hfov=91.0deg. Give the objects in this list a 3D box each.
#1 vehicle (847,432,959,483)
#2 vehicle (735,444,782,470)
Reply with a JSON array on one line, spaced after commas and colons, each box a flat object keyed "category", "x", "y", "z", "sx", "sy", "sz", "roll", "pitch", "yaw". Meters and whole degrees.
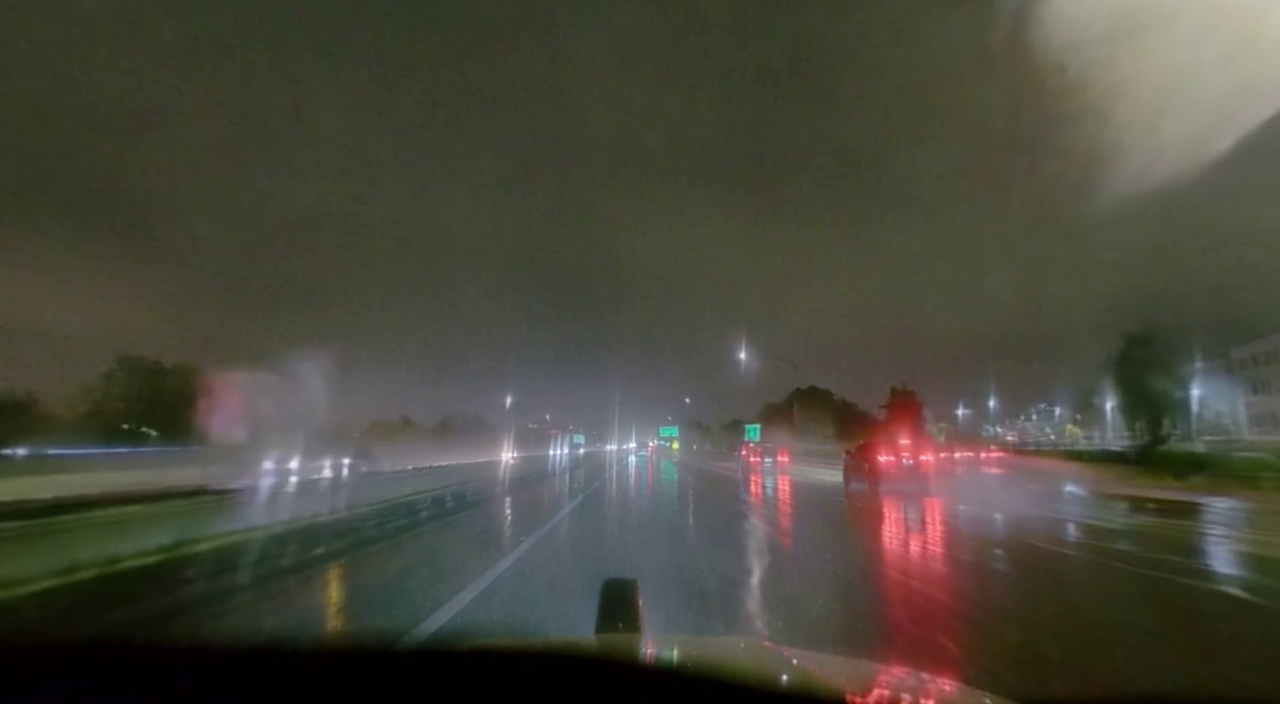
[{"category": "vehicle", "x": 11.058, "y": 4.488, "z": 27.087, "sx": 2.387, "sy": 1.936, "sz": 5.646, "roll": 0, "pitch": -9, "yaw": 0}, {"category": "vehicle", "x": 7.436, "y": 6.608, "z": 39.877, "sx": 2.053, "sy": 1.553, "sz": 4.463, "roll": 0, "pitch": -9, "yaw": 0}]
